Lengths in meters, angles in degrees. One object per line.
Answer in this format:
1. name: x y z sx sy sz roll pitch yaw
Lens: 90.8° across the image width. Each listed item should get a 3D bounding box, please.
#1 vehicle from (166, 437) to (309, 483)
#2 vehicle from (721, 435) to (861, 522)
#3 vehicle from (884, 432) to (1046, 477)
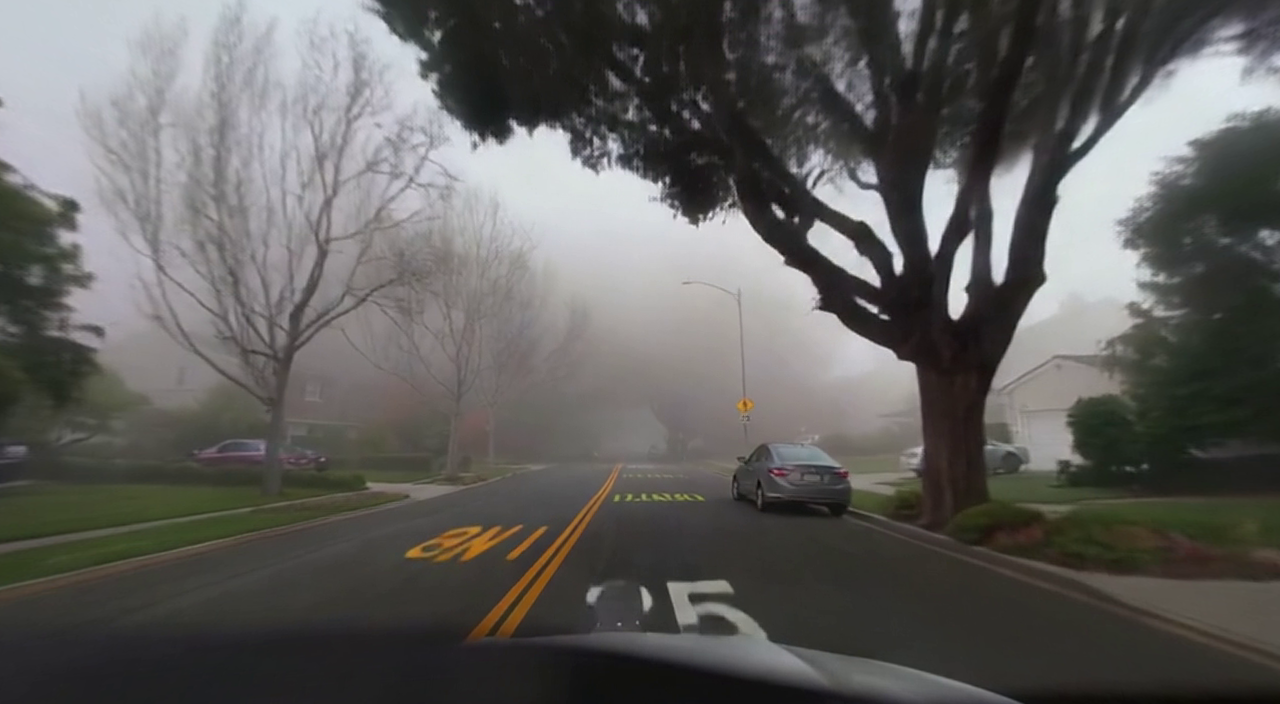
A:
1. vehicle: -16.147 4.336 25.551 4.331 1.738 2.067 0 -9 1
2. vehicle: 3.152 2.725 14.279 1.988 1.618 4.567 0 -8 -1
3. vehicle: 11.282 3.583 22.220 4.472 1.481 2.143 0 -8 0
